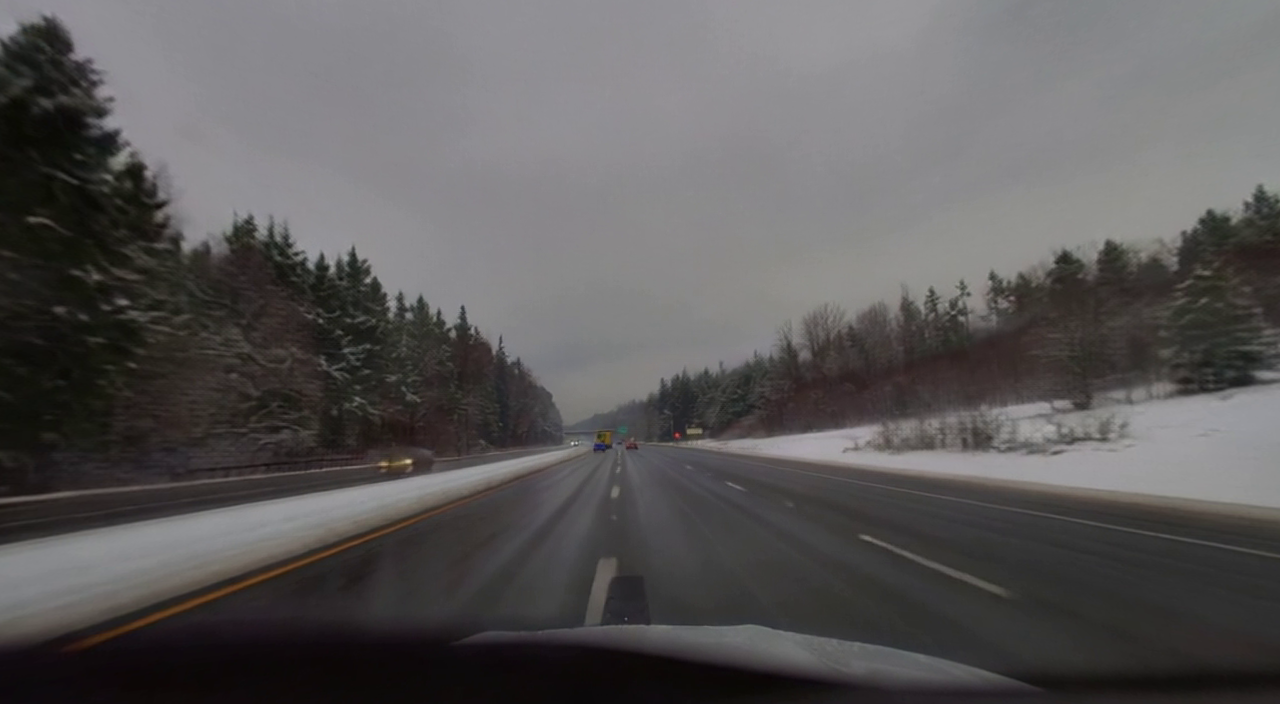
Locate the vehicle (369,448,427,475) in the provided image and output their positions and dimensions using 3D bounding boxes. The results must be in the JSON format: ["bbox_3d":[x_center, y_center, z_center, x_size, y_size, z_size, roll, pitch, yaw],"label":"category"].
[{"bbox_3d":[-14.893,6.735,39.007,1.877,1.525,4.464,0,-8,-1],"label":"vehicle"}]
